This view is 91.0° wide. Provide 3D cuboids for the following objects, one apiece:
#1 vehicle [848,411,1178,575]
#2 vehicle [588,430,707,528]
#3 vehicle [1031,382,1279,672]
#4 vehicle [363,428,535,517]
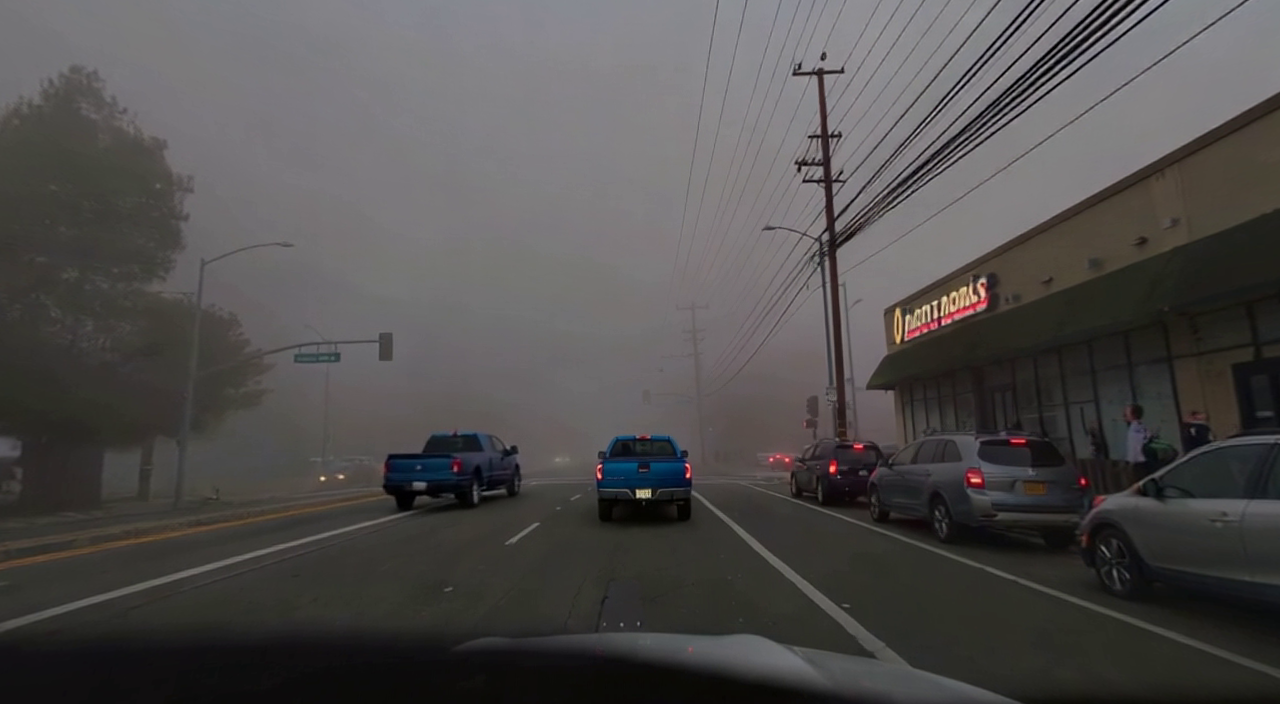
[{"bbox_3d":[4.929,1.923,9.450,2.007,1.786,4.870,0,-9,1],"label":"vehicle"},{"bbox_3d":[0.184,2.590,13.481,2.089,1.699,4.650,0,-9,1],"label":"vehicle"},{"bbox_3d":[4.918,1.084,3.917,2.014,1.755,4.520,0,-9,0],"label":"vehicle"},{"bbox_3d":[-4.308,2.820,15.322,2.140,1.768,5.092,-1,-9,6],"label":"vehicle"}]
